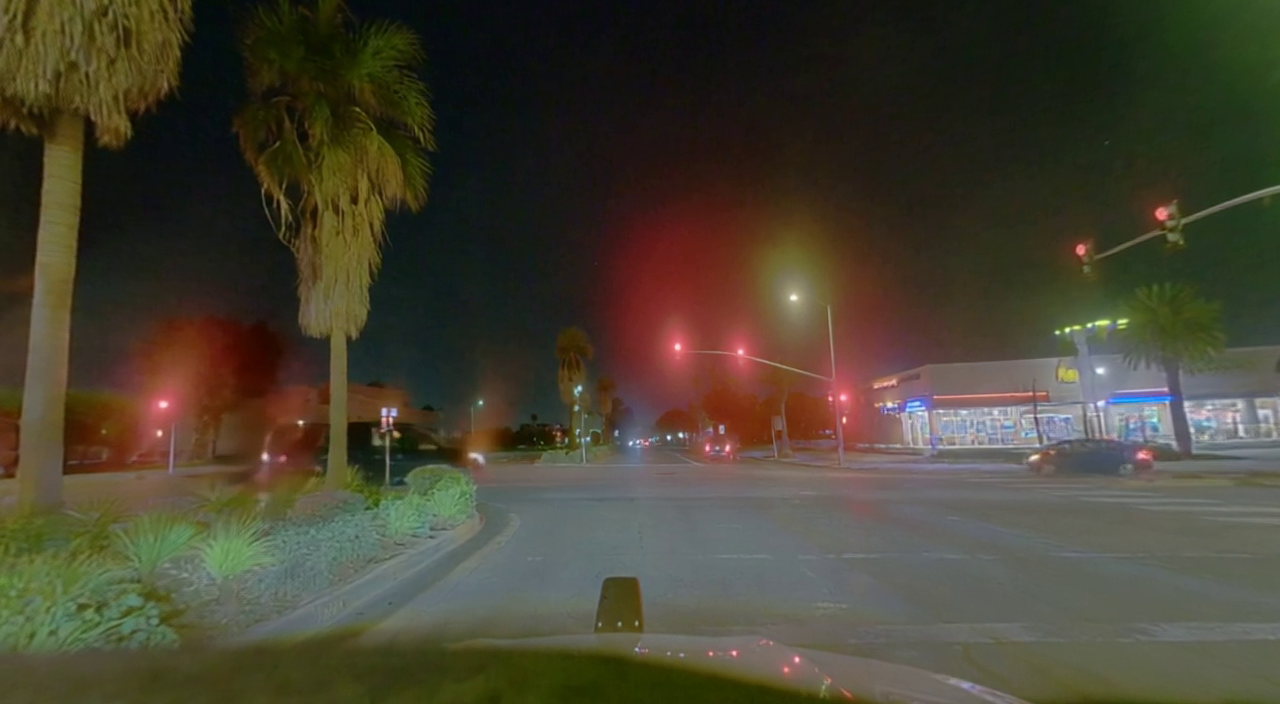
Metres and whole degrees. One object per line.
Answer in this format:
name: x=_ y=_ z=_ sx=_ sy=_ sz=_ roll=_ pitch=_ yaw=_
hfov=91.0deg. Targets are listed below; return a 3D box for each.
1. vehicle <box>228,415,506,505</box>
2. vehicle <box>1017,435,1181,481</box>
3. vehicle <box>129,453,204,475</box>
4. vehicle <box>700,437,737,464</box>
vehicle: x=-6.307 y=2.578 z=15.251 sx=5.619 sy=1.951 sz=2.321 roll=1 pitch=-8 yaw=-3
vehicle: x=18.089 y=4.183 z=25.089 sx=4.722 sy=1.717 sz=2.000 roll=-2 pitch=-9 yaw=14
vehicle: x=-37.241 y=8.815 z=49.657 sx=2.160 sy=1.565 sz=4.868 roll=0 pitch=-8 yaw=-1
vehicle: x=5.166 y=6.404 z=41.161 sx=1.999 sy=1.653 sz=4.603 roll=-2 pitch=-9 yaw=11
